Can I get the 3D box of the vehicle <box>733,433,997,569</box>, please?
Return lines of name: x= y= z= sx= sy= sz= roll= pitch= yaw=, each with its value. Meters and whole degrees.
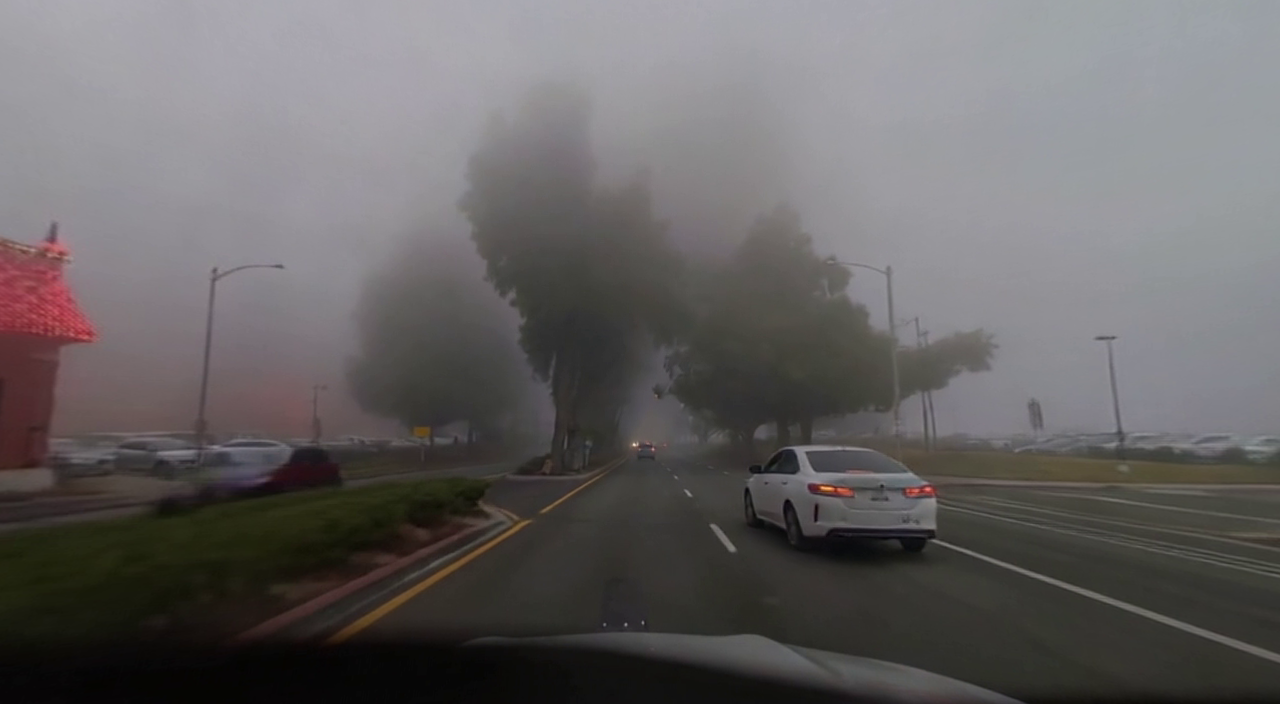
vehicle: x=2.846 y=2.009 z=9.372 sx=2.091 sy=1.472 sz=4.697 roll=0 pitch=-9 yaw=-1

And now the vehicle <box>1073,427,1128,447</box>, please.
vehicle: x=35.544 y=6.617 z=48.768 sx=1.793 sy=1.488 sz=4.488 roll=-2 pitch=-9 yaw=14

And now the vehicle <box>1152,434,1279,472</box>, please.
vehicle: x=23.451 y=4.080 z=25.555 sx=1.847 sy=1.411 sz=4.481 roll=-1 pitch=-9 yaw=4

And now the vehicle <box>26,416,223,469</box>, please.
vehicle: x=-35.121 y=6.197 z=43.251 sx=10.503 sy=3.405 sz=3.038 roll=0 pitch=-9 yaw=-2

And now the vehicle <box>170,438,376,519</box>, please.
vehicle: x=-7.846 y=2.715 z=14.091 sx=1.904 sy=1.501 sz=4.313 roll=0 pitch=-9 yaw=2

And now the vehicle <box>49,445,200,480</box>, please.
vehicle: x=-23.213 y=4.983 z=28.535 sx=4.980 sy=1.521 sz=2.089 roll=0 pitch=-9 yaw=0
